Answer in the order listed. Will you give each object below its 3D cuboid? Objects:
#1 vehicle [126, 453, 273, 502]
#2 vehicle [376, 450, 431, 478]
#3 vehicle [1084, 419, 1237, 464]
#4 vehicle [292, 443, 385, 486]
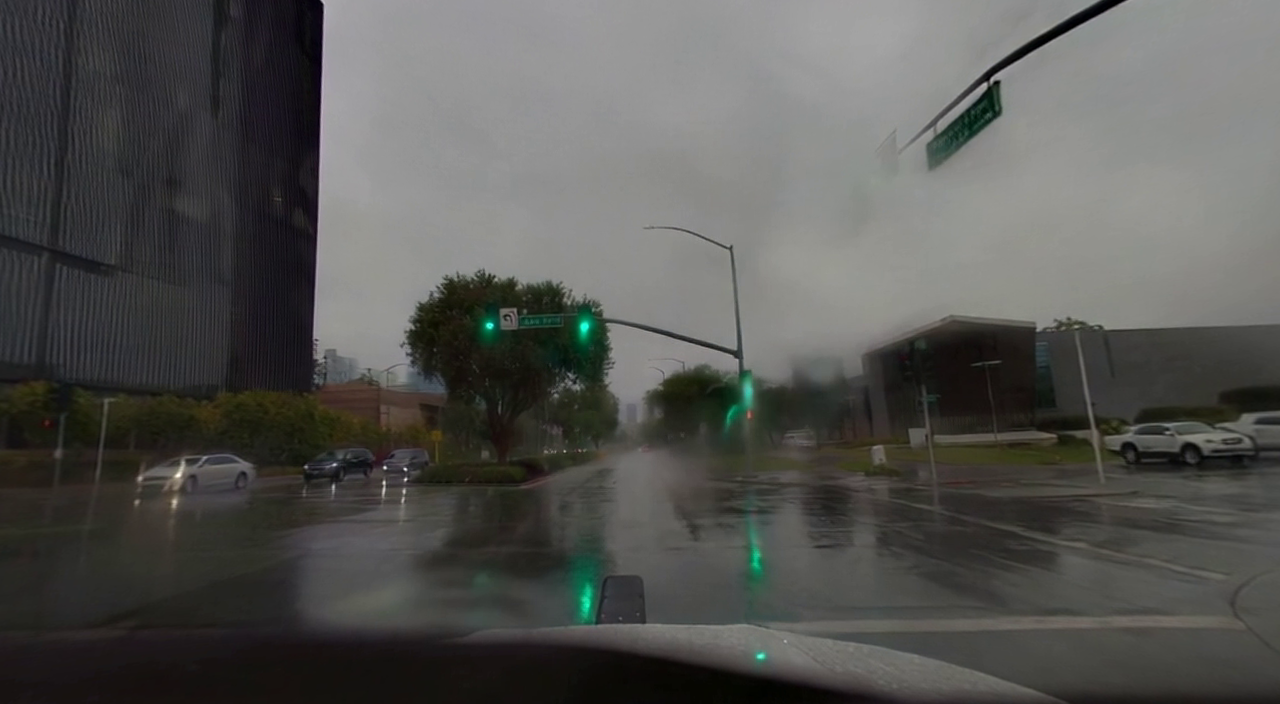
[{"bbox_3d":[-14.987,4.247,21.766,1.790,1.437,4.349,0,-9,2],"label":"vehicle"},{"bbox_3d":[-15.122,7.175,40.577,1.932,1.605,4.146,0,-9,0],"label":"vehicle"},{"bbox_3d":[19.086,3.351,23.406,1.834,1.480,4.458,0,-9,-1],"label":"vehicle"},{"bbox_3d":[-14.835,5.523,31.362,2.091,1.915,5.040,0,-9,0],"label":"vehicle"}]
